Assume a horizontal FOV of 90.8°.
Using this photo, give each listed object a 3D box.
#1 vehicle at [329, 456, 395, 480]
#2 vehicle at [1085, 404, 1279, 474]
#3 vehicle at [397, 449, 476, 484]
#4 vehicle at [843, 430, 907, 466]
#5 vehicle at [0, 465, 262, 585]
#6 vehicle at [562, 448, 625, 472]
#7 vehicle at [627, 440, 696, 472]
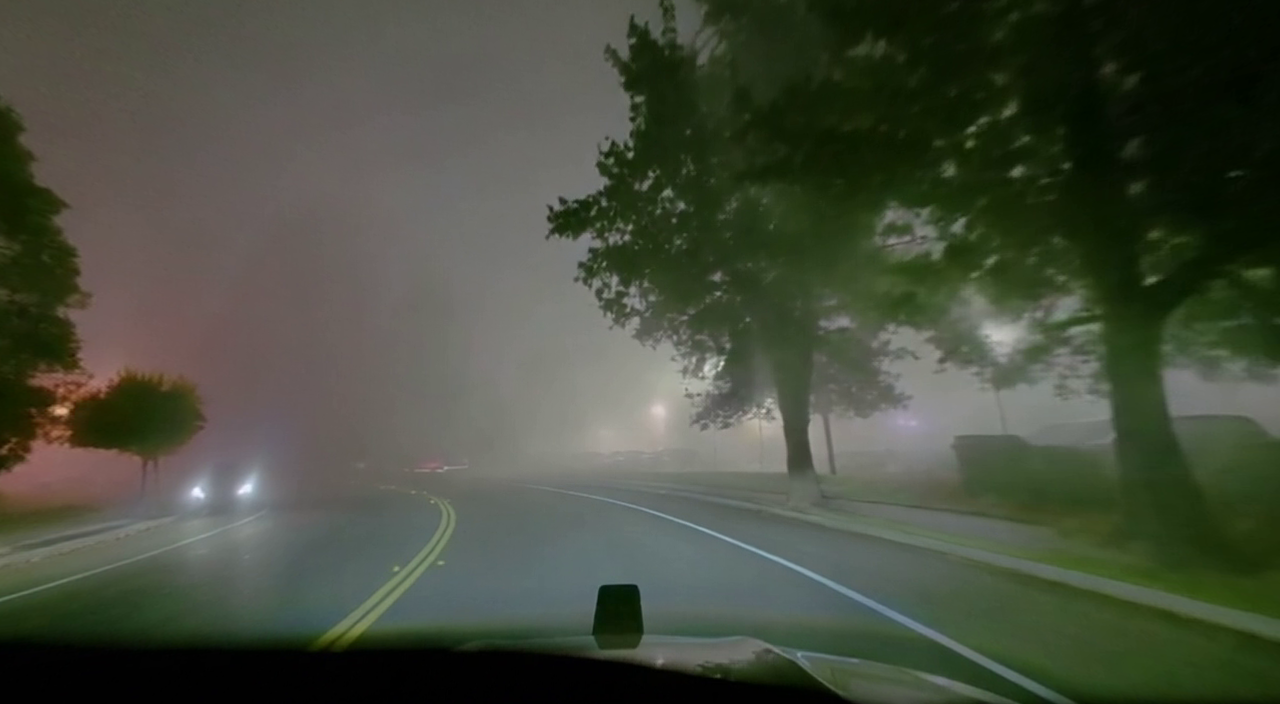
[{"bbox_3d":[-19.623,8.099,44.462,4.611,1.519,2.053,-6,-10,34],"label":"vehicle"},{"bbox_3d":[14.102,2.230,16.106,4.308,1.433,1.871,-9,-8,33],"label":"vehicle"},{"bbox_3d":[-12.223,6.754,37.752,5.202,1.817,2.042,-6,-10,42],"label":"vehicle"},{"bbox_3d":[12.191,4.931,32.591,1.900,1.711,4.666,-6,-10,35],"label":"vehicle"},{"bbox_3d":[-9.793,2.961,11.806,2.772,1.161,7.241,-1,-7,-15],"label":"vehicle"},{"bbox_3d":[-3.113,7.398,43.338,2.036,1.517,4.225,-7,-11,36],"label":"vehicle"},{"bbox_3d":[1.460,6.616,40.548,2.229,1.723,4.372,-6,-7,38],"label":"vehicle"}]
